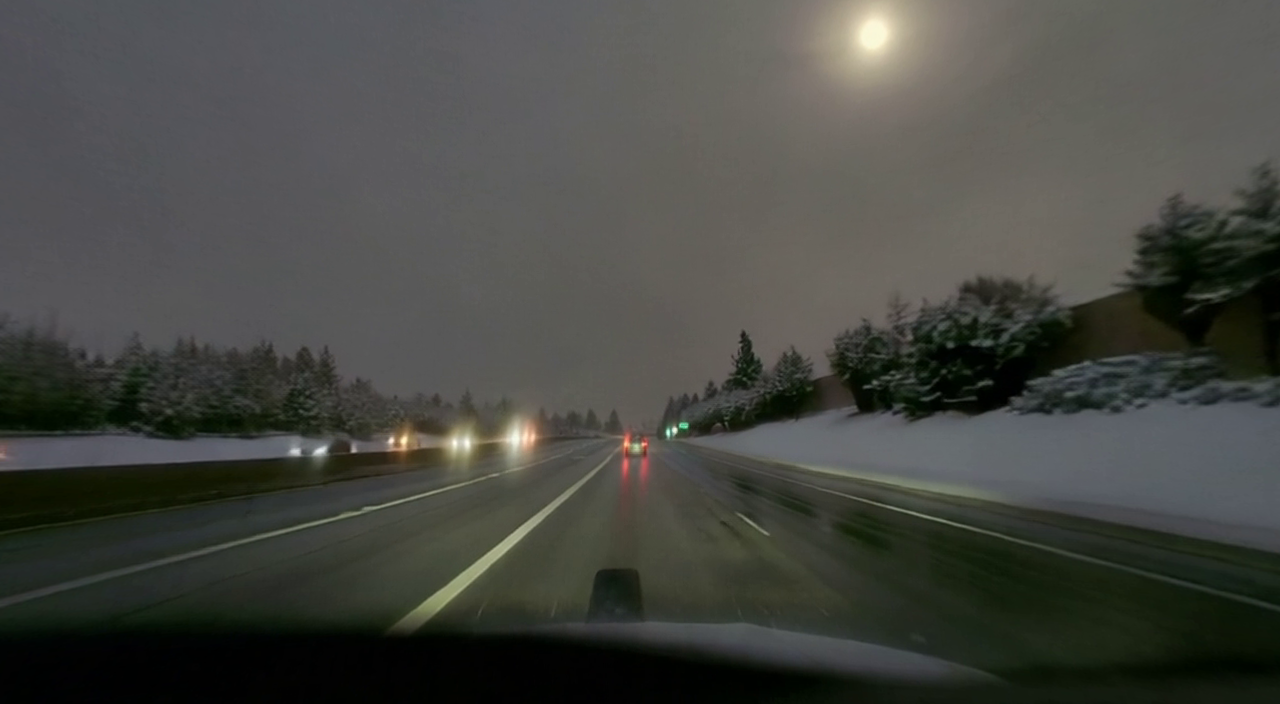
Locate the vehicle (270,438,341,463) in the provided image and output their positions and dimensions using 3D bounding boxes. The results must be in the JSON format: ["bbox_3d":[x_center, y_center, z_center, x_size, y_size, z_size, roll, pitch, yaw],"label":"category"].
[{"bbox_3d":[-21.489,6.338,40.838,2.059,1.538,4.710,0,-8,0],"label":"vehicle"}]

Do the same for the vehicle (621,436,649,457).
[{"bbox_3d":[-0.399,7.113,47.598,2.025,1.460,4.189,0,-8,-1],"label":"vehicle"}]
